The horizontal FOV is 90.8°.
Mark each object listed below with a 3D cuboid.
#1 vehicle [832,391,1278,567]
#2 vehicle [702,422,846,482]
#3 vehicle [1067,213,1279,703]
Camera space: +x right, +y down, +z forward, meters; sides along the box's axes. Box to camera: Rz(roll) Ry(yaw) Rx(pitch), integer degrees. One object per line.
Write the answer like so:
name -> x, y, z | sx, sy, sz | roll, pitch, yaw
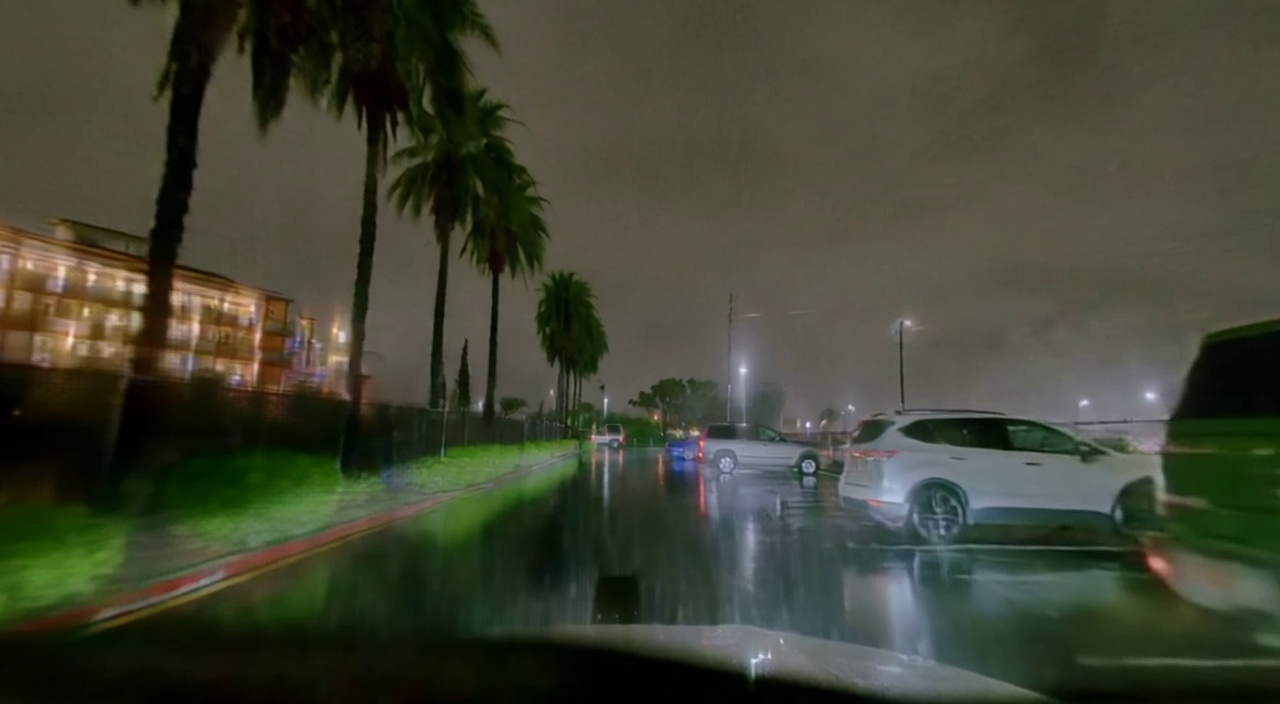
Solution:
vehicle -> 5.258, 1.649, 8.668 | 4.691, 1.877, 1.959 | 2, -8, 4
vehicle -> 4.611, 3.508, 22.198 | 4.609, 1.734, 1.909 | 3, -8, 0
vehicle -> 5.134, 0.636, 2.235 | 5.639, 2.033, 2.172 | 2, -7, 3
